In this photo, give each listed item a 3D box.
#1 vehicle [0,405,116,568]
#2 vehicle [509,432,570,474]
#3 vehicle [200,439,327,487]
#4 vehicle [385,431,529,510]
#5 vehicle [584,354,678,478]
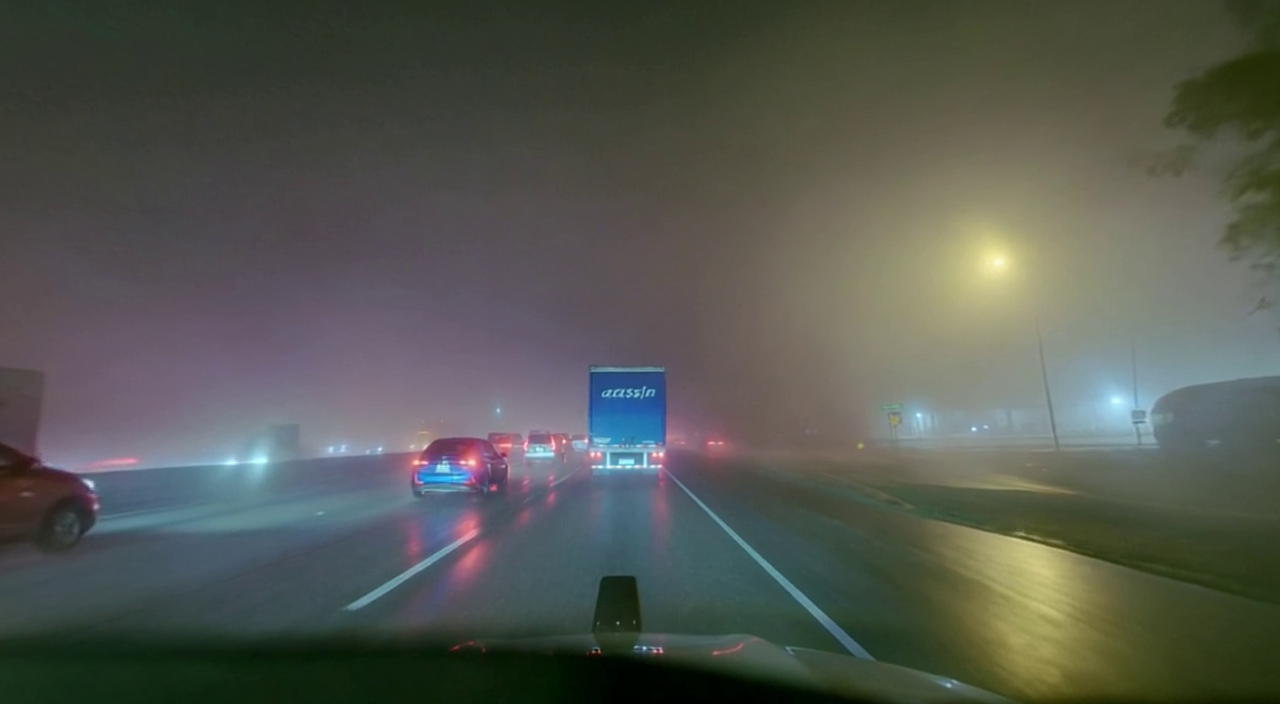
[{"bbox_3d":[-7.714,1.308,5.789,1.998,1.698,4.461,0,-8,-2],"label":"vehicle"},{"bbox_3d":[-4.137,4.222,26.614,1.946,1.599,4.073,0,-8,0],"label":"vehicle"},{"bbox_3d":[-15.472,4.530,26.257,2.043,1.795,5.156,0,-8,1],"label":"vehicle"},{"bbox_3d":[-3.947,2.598,14.437,1.964,1.507,4.361,0,-8,0],"label":"vehicle"},{"bbox_3d":[-0.455,2.893,26.850,3.171,4.204,11.036,0,-8,-2],"label":"vehicle"}]
